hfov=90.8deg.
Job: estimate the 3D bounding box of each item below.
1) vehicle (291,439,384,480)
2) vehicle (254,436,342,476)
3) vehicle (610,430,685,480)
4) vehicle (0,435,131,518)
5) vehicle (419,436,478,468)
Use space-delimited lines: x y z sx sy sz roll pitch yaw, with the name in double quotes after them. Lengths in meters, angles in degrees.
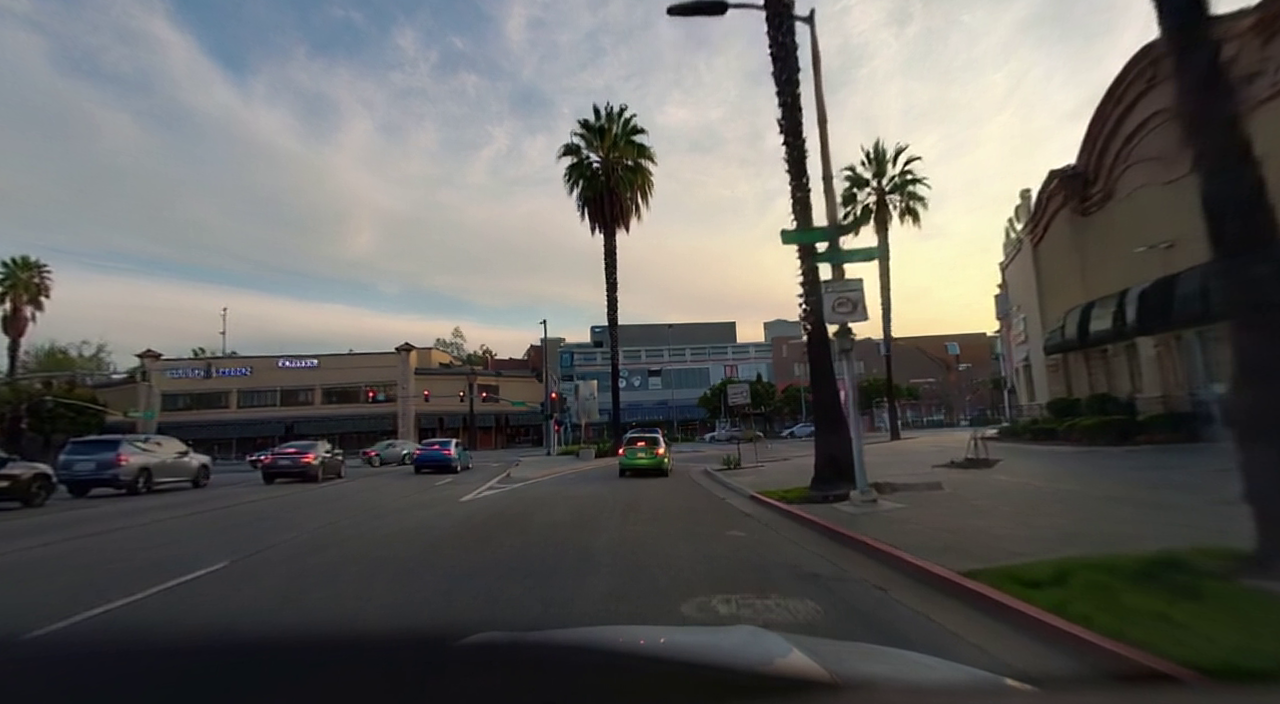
-11.993 4.254 25.409 1.905 1.482 4.463 1 -8 -6 "vehicle"
-15.888 4.829 29.618 2.020 1.709 4.343 1 -8 -6 "vehicle"
0.376 3.497 21.670 2.070 1.493 4.570 -1 -8 7 "vehicle"
-14.235 2.715 14.038 2.108 1.669 5.076 1 -8 -7 "vehicle"
-9.546 5.005 31.819 1.912 1.487 4.471 1 -8 -5 "vehicle"
